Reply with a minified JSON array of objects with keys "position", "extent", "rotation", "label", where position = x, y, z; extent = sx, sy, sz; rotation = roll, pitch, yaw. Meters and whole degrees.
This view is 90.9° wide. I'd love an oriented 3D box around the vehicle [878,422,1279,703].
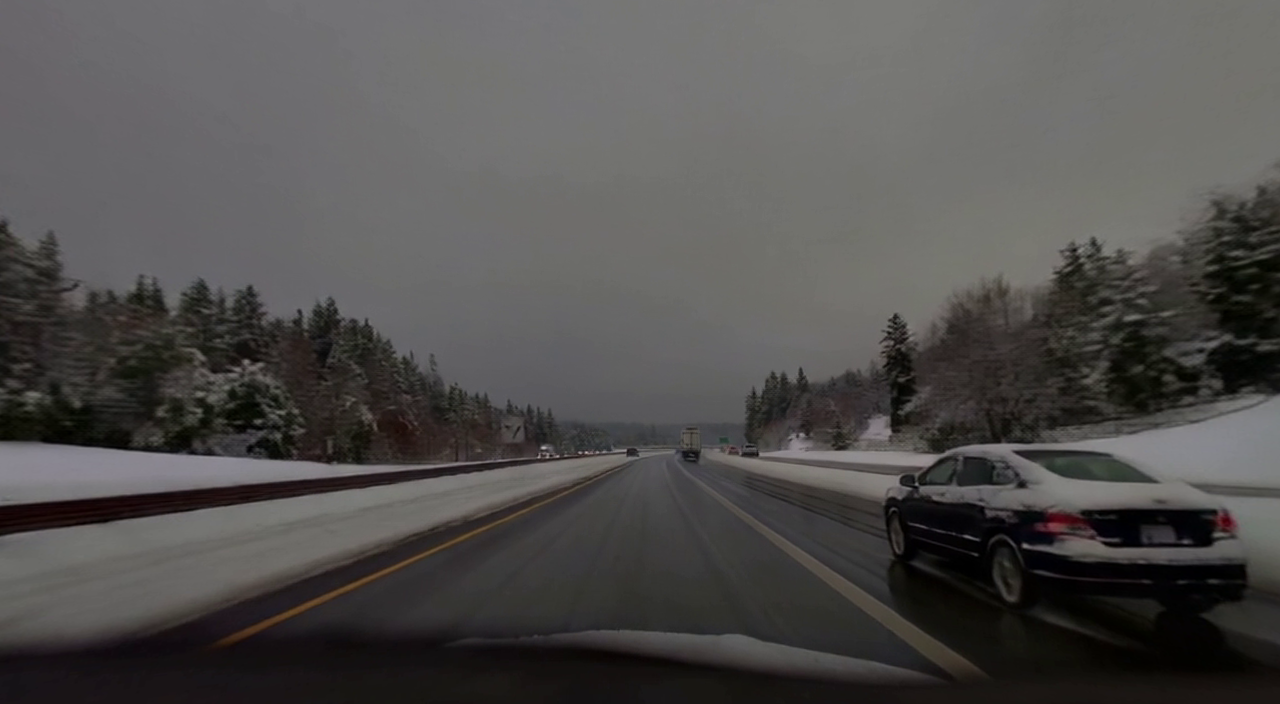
[{"position":[3.813,1.418,5.333],"extent":[1.938,1.456,4.204],"rotation":[0,-9,0],"label":"vehicle"}]
